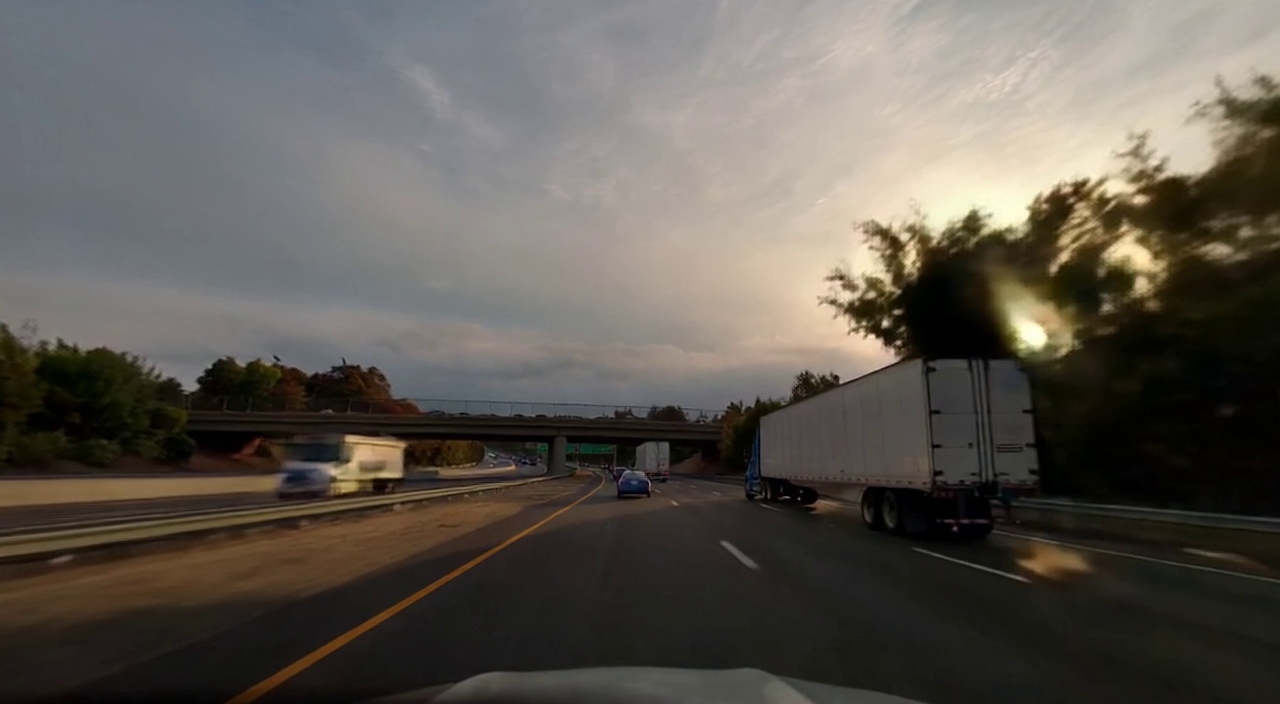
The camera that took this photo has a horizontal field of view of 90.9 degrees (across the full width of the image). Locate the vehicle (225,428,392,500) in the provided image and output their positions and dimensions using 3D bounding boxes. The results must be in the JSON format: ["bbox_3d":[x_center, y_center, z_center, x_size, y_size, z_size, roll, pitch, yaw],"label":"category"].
[{"bbox_3d":[-9.699,3.425,19.174,1.997,1.794,5.701,1,-11,0],"label":"vehicle"}]

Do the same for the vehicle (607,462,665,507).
[{"bbox_3d":[-0.166,5.085,24.374,2.067,1.552,3.601,1,-11,-1],"label":"vehicle"}]

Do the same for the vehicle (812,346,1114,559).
[{"bbox_3d":[6.736,2.467,15.160,2.839,3.684,8.091,1,-11,0],"label":"vehicle"}]
